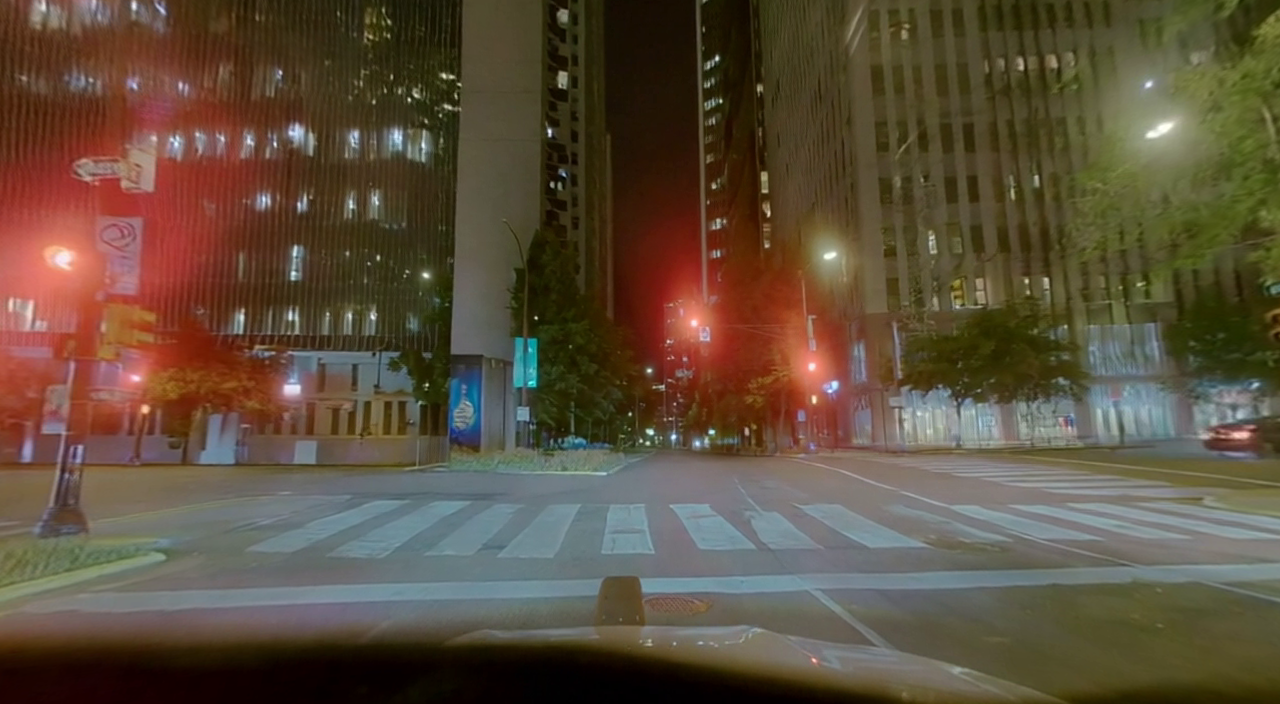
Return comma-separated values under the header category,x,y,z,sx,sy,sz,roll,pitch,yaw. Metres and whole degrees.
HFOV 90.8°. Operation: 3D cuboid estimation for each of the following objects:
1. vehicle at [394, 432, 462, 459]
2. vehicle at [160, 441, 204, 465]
category,x,y,z,sx,sy,sz,roll,pitch,yaw
vehicle,-12.543,5.586,37.686,1.964,1.476,4.593,-2,-9,8
vehicle,-35.255,7.768,48.758,2.084,1.750,4.426,4,-10,-28
